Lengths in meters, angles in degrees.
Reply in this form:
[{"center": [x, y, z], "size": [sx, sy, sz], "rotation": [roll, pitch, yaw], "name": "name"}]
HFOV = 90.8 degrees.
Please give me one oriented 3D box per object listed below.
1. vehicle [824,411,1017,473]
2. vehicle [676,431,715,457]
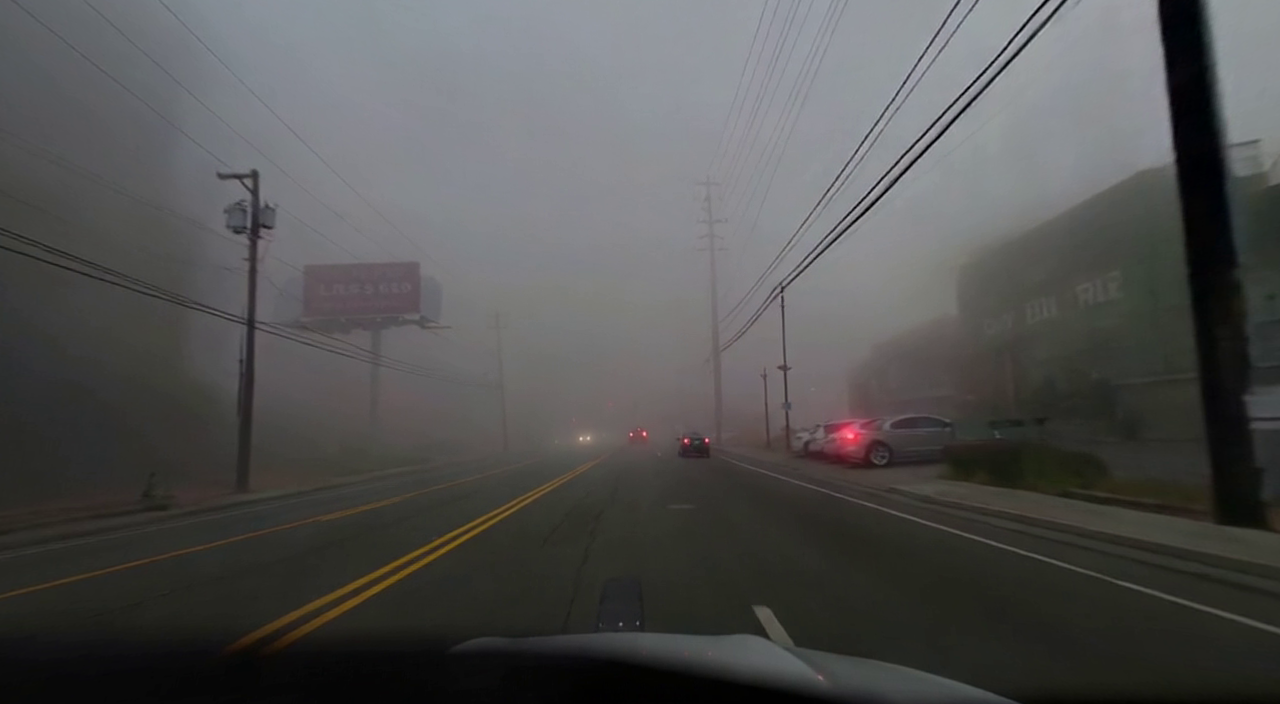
[{"center": [9.981, 3.234, 22.925], "size": [5.771, 2.013, 2.414], "rotation": [-1, -8, 0], "name": "vehicle"}, {"center": [3.382, 5.674, 39.091], "size": [1.926, 1.482, 4.442], "rotation": [0, -8, -1], "name": "vehicle"}]
